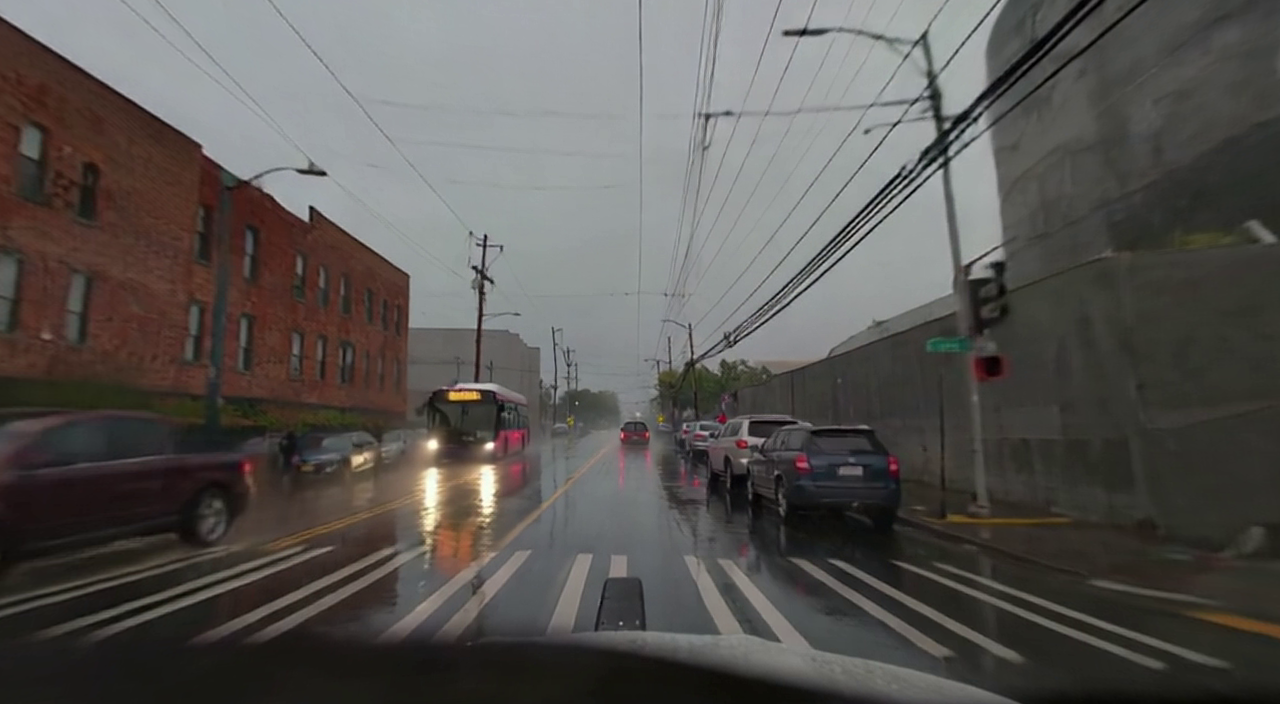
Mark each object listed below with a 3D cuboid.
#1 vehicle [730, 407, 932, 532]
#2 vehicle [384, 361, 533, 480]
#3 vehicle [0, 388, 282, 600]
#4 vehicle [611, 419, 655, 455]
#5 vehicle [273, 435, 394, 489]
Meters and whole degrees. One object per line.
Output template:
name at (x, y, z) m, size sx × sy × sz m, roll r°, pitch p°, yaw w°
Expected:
vehicle at (3.047, 2.044, 11.275) m, size 2.171 × 1.751 × 4.373 m, roll 1°, pitch -10°, yaw -1°
vehicle at (-6.201, 2.852, 24.338) m, size 3.297 × 3.342 × 12.875 m, roll 1°, pitch -8°, yaw -6°
vehicle at (-7.184, 1.611, 7.761) m, size 2.127 × 2.034 × 5.559 m, roll -1°, pitch -8°, yaw 2°
vehicle at (-0.388, 4.562, 33.749) m, size 2.190 × 1.783 × 4.048 m, roll 0°, pitch -8°, yaw -1°
vehicle at (-10.027, 3.583, 21.088) m, size 2.031 × 1.539 × 4.089 m, roll -1°, pitch -7°, yaw 0°
